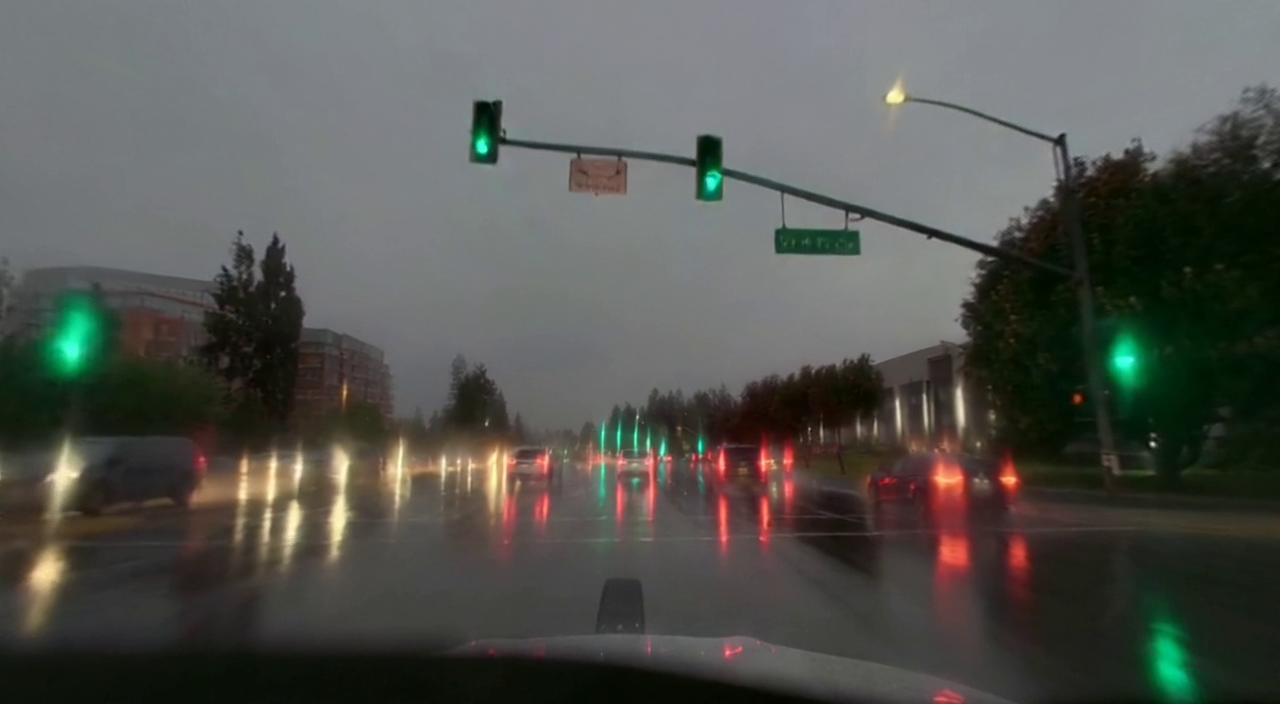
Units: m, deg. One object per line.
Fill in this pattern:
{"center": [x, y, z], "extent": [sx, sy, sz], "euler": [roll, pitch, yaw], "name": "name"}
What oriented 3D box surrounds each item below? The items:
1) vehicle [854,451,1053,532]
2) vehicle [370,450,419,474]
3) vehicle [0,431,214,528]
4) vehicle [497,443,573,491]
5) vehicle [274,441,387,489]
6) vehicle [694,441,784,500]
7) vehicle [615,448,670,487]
{"center": [6.378, 2.839, 13.537], "extent": [1.945, 1.408, 4.288], "euler": [0, -9, -2], "name": "vehicle"}
{"center": [-19.194, 8.589, 49.607], "extent": [2.186, 1.676, 4.444], "euler": [-1, -8, -1], "name": "vehicle"}
{"center": [-12.379, 2.715, 14.154], "extent": [2.208, 1.773, 4.900], "euler": [0, -8, 0], "name": "vehicle"}
{"center": [-3.944, 4.401, 24.471], "extent": [2.172, 1.671, 4.175], "euler": [0, -8, 0], "name": "vehicle"}
{"center": [-12.693, 4.642, 26.391], "extent": [2.259, 1.804, 4.990], "euler": [0, -9, -1], "name": "vehicle"}
{"center": [3.119, 3.828, 20.892], "extent": [2.161, 1.716, 4.194], "euler": [0, -9, -2], "name": "vehicle"}
{"center": [0.050, 4.929, 27.297], "extent": [2.155, 1.486, 4.403], "euler": [0, -8, -1], "name": "vehicle"}
